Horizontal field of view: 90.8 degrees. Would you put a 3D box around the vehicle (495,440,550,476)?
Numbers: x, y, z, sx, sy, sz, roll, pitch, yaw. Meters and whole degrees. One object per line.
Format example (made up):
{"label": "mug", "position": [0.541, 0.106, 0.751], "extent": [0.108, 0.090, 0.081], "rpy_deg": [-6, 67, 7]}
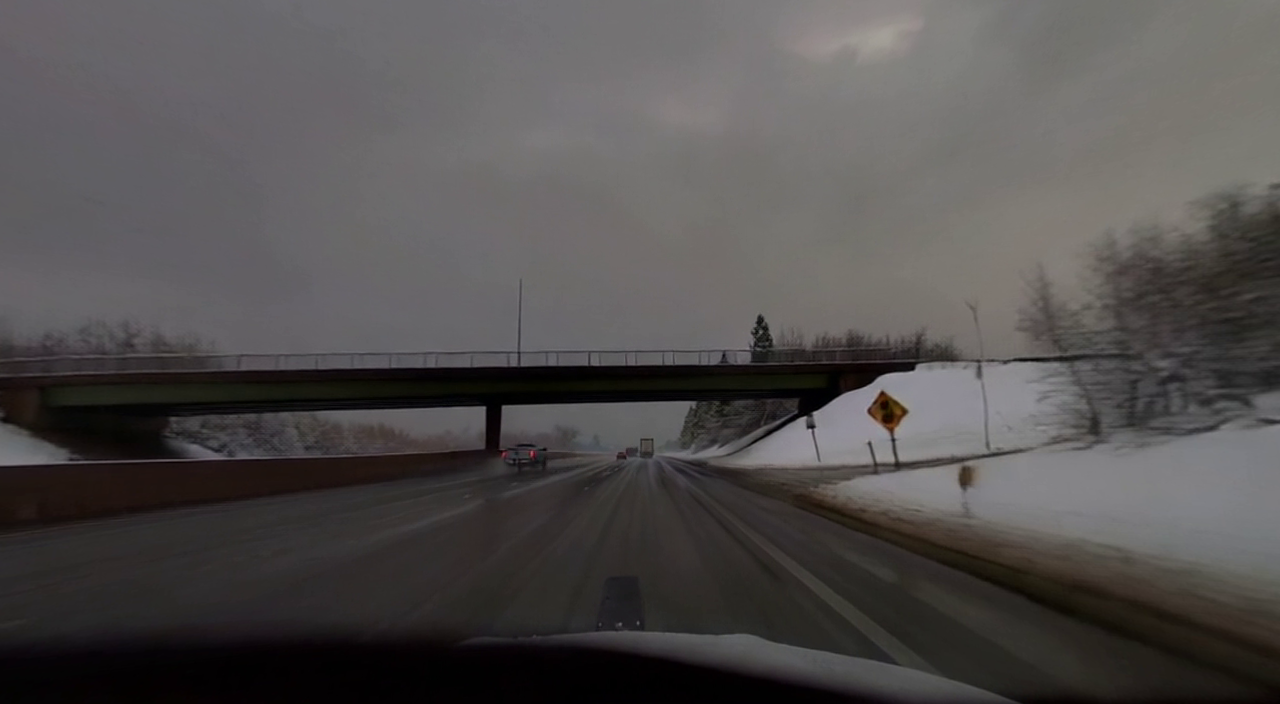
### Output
{"label": "vehicle", "position": [-6.791, 6.197, 37.130], "extent": [2.232, 1.947, 5.180], "rpy_deg": [0, -9, 0]}
